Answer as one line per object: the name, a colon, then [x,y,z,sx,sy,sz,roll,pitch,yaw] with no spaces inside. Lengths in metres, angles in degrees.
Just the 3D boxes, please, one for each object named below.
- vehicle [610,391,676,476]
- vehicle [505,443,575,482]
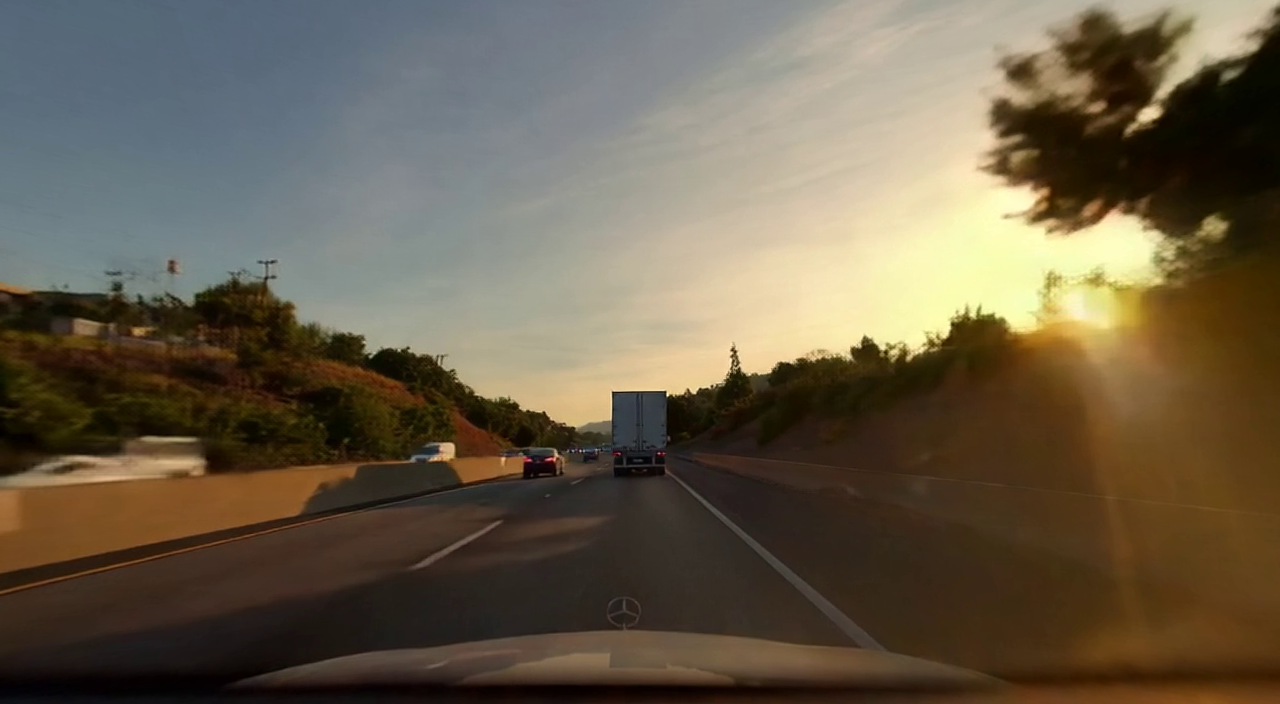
vehicle: [0.068,4.434,33.350,2.959,3.828,9.617,0,-9,-1]
vehicle: [-4.174,4.728,27.150,2.206,1.478,4.824,0,-9,1]
